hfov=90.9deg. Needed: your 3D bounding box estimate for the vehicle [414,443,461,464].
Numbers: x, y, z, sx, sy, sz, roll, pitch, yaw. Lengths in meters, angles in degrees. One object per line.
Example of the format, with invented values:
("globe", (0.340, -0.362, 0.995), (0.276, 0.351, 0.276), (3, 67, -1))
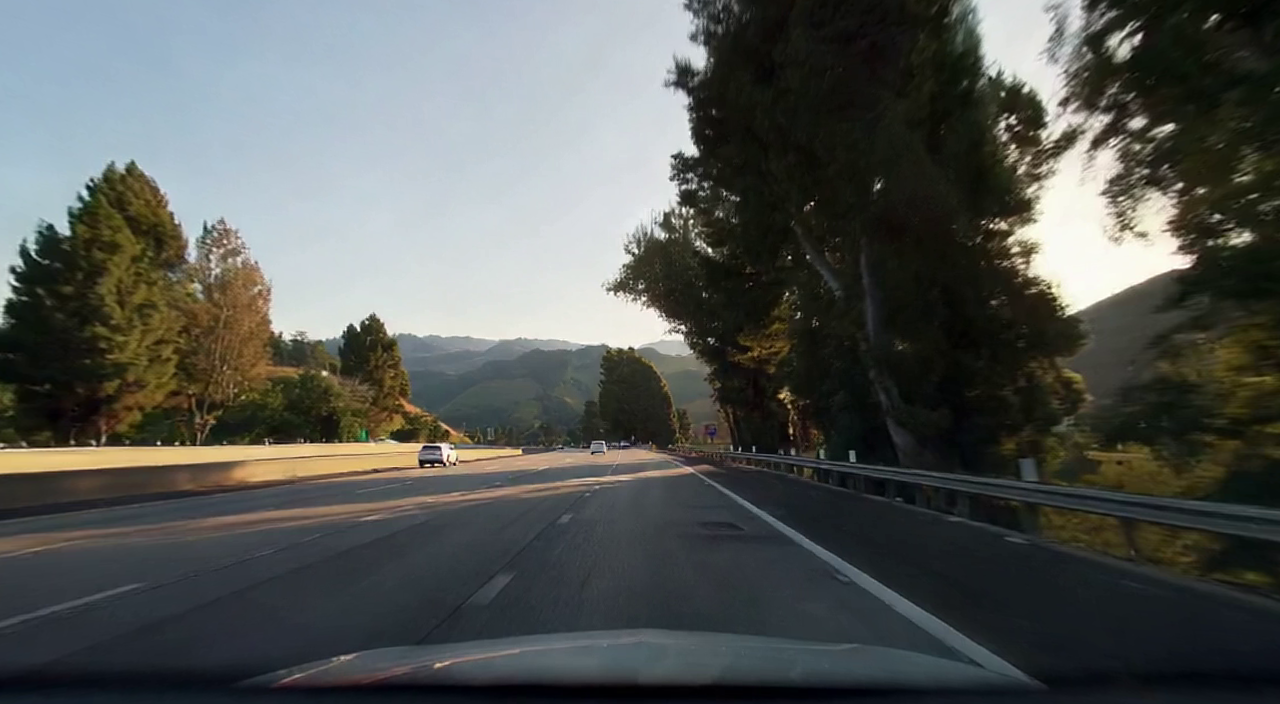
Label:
("vehicle", (-14.925, 7.461, 46.646), (2.036, 1.479, 4.418), (0, -8, -1))
